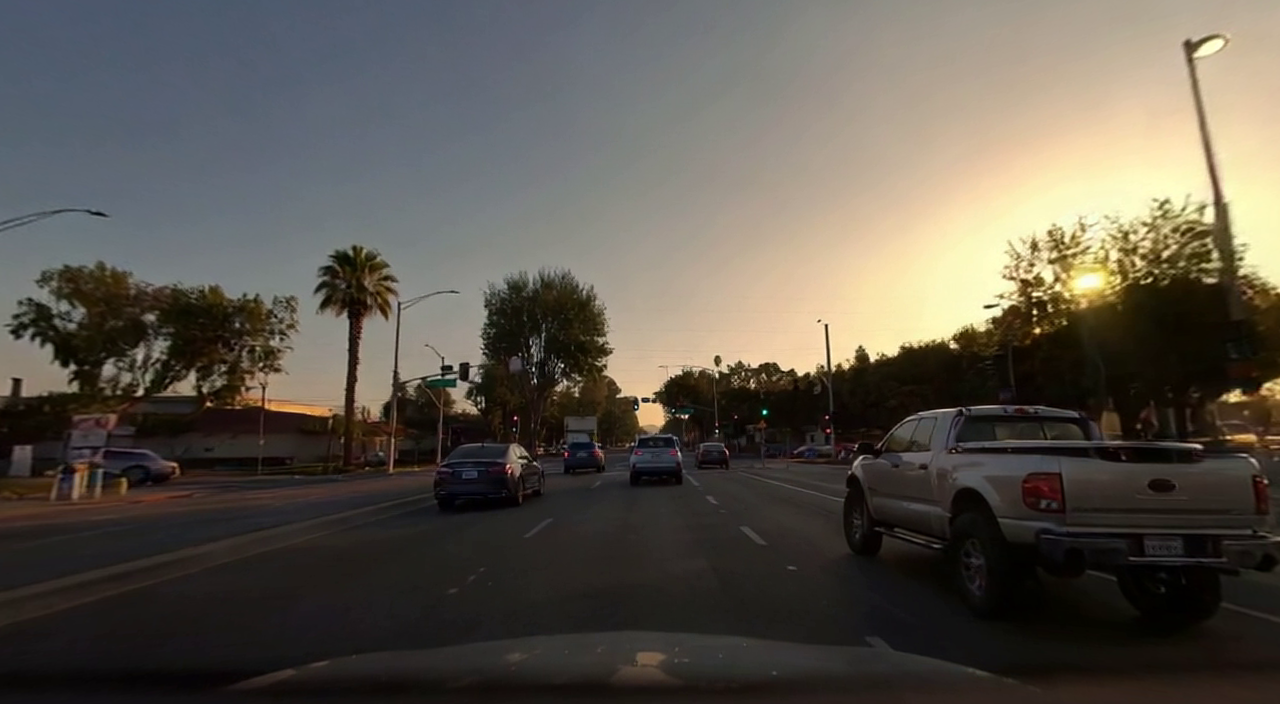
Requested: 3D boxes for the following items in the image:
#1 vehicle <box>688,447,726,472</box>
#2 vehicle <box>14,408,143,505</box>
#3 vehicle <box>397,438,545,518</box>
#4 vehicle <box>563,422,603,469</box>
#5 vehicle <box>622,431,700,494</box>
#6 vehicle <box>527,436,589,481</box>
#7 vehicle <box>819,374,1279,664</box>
[{"bbox_3d":[4.045,6.554,38.479,1.901,1.401,3.965,0,-9,0],"label":"vehicle"},{"bbox_3d":[-18.424,3.418,20.617,3.441,2.870,2.109,-7,-10,33],"label":"vehicle"},{"bbox_3d":[-3.575,2.761,14.354,1.983,1.502,4.720,0,-9,1],"label":"vehicle"},{"bbox_3d":[-3.667,6.199,41.574,2.393,2.865,5.466,0,-8,-3],"label":"vehicle"},{"bbox_3d":[0.663,3.653,21.223,2.295,1.835,5.471,0,-9,1],"label":"vehicle"},{"bbox_3d":[-3.583,4.739,28.265,2.071,1.811,4.605,0,-8,1],"label":"vehicle"},{"bbox_3d":[3.794,1.461,6.801,2.120,1.828,5.531,0,-8,0],"label":"vehicle"}]
